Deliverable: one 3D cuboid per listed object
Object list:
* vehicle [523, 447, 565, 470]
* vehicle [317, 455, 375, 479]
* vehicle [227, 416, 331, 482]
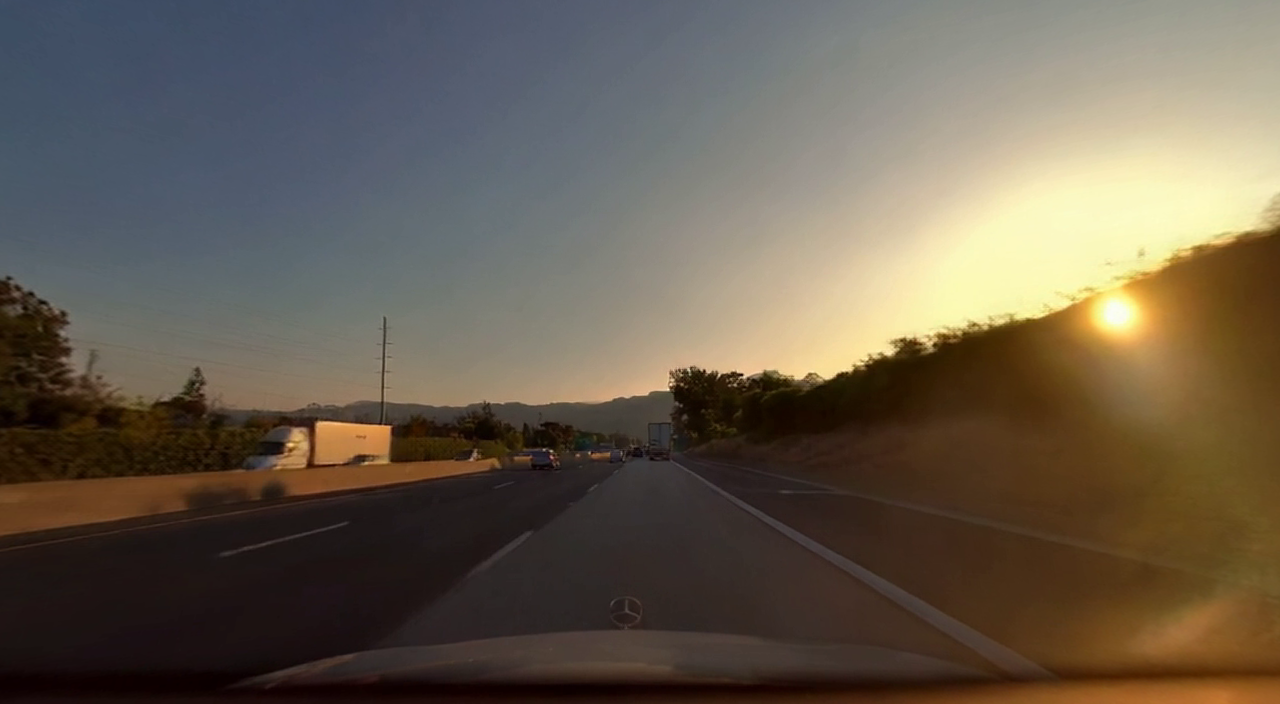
[{"bbox_3d":[-6.598,7.381,43.788,2.031,1.521,4.503,0,-9,2],"label":"vehicle"},{"bbox_3d":[-18.964,7.397,40.838,1.717,1.429,3.989,0,-9,1],"label":"vehicle"},{"bbox_3d":[-22.941,6.225,40.494,2.969,3.923,5.892,0,-9,1],"label":"vehicle"}]
